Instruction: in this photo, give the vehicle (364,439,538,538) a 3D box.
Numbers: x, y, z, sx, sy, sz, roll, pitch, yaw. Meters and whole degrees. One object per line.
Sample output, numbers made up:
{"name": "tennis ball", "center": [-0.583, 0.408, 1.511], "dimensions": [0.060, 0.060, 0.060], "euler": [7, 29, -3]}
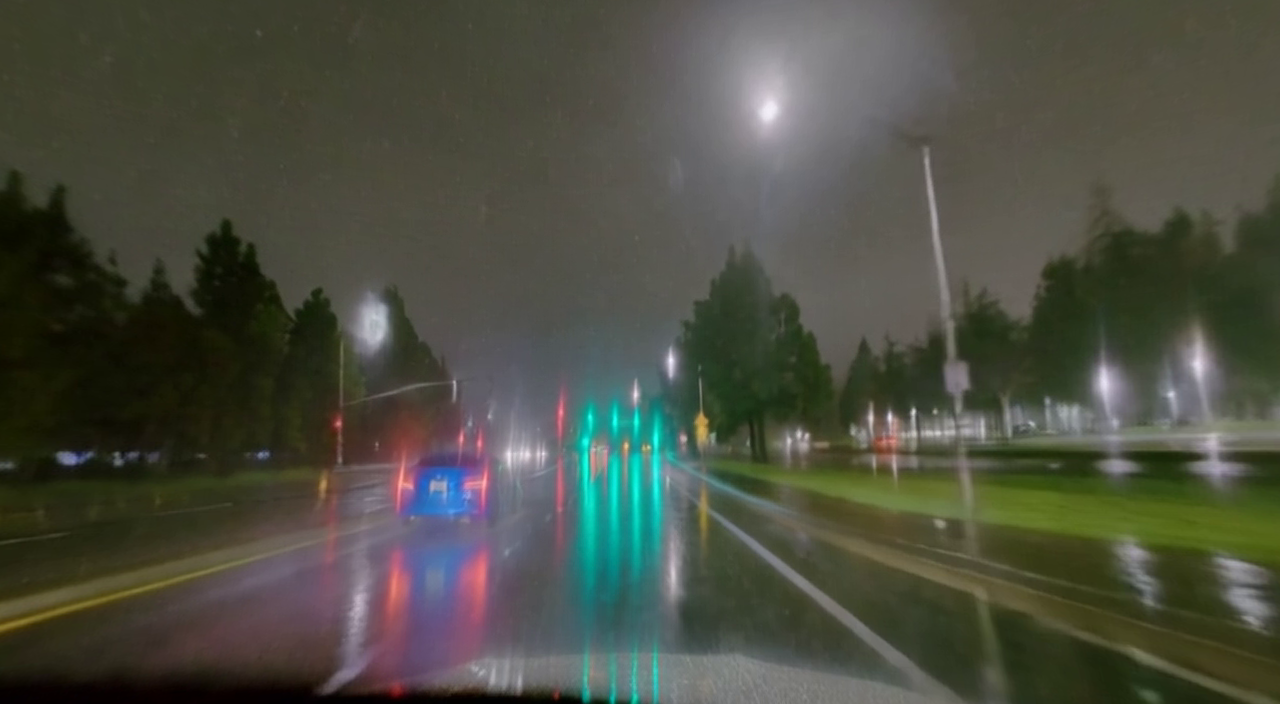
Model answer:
{"name": "vehicle", "center": [-3.214, 2.379, 11.699], "dimensions": [1.964, 1.472, 4.078], "euler": [0, -8, 0]}
